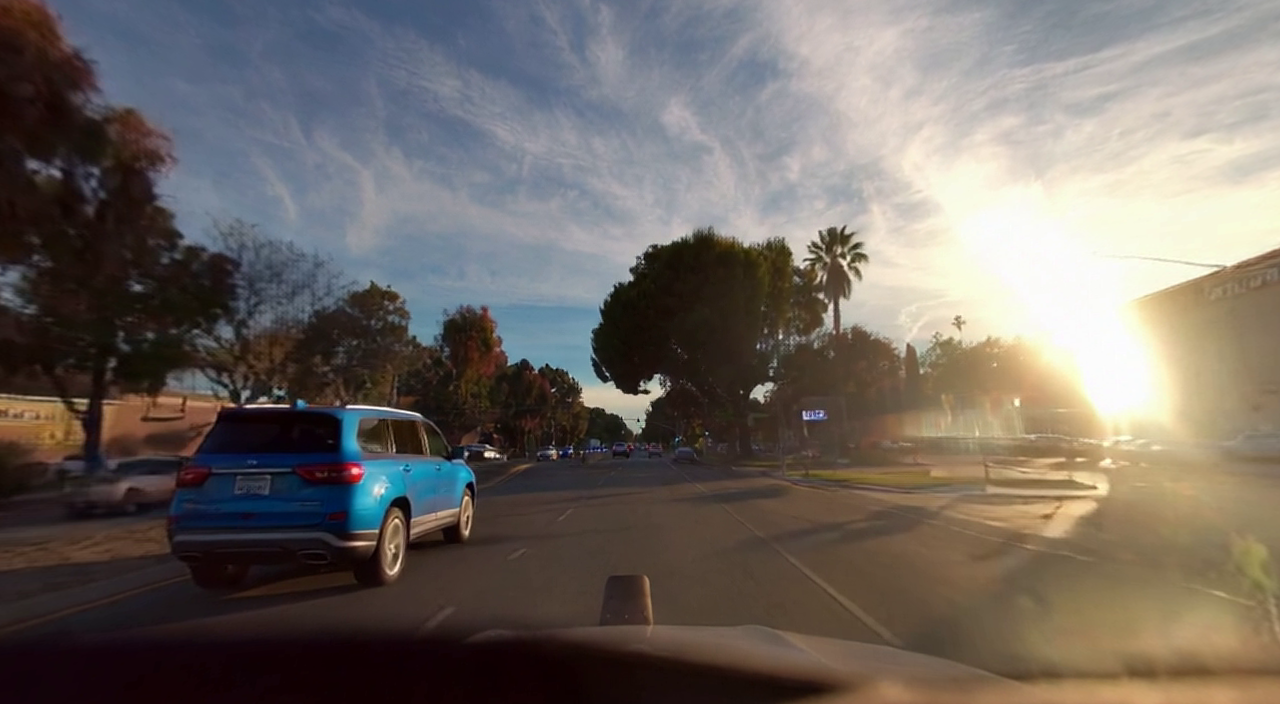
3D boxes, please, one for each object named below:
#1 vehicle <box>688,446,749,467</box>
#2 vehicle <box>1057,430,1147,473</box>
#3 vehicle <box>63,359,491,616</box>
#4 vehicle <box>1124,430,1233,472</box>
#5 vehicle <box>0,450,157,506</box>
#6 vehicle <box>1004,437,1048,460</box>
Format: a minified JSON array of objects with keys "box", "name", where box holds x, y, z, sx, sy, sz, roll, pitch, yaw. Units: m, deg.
[{"box":[5.994,8.005,48.513,1.919,1.472,4.470,7,-11,-40],"name":"vehicle"},{"box":[21.447,4.634,29.499,2.180,1.808,4.462,-3,-9,21],"name":"vehicle"},{"box":[-3.352,1.382,7.223,2.152,1.987,4.527,0,-9,0],"name":"vehicle"},{"box":[25.611,4.749,30.303,2.162,1.806,5.704,-4,-9,22],"name":"vehicle"},{"box":[-18.206,3.833,19.554,2.200,1.505,4.815,-2,-9,9],"name":"vehicle"},{"box":[29.066,7.291,47.560,1.982,1.611,4.314,-4,-9,21],"name":"vehicle"}]
